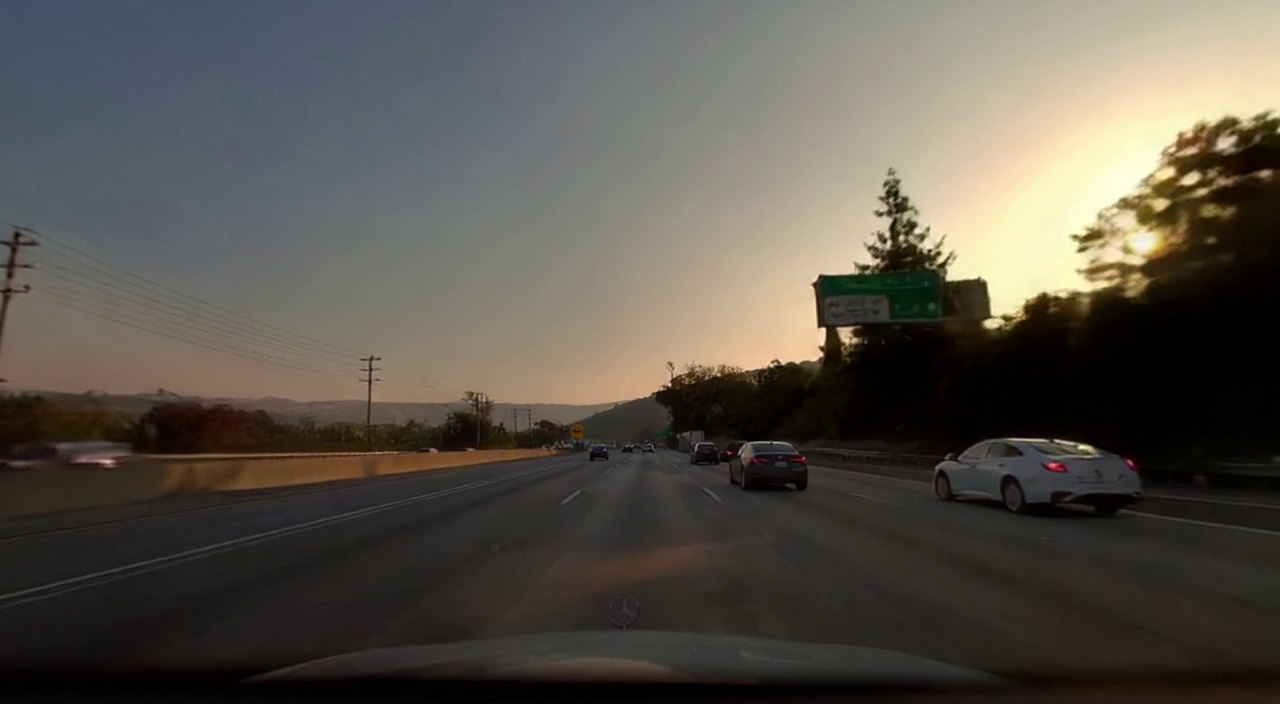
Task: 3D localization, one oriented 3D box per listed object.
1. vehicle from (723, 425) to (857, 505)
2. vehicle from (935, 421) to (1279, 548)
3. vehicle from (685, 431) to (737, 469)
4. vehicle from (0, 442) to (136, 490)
[{"bbox_3d":[3.427,2.693,15.447,2.146,1.639,4.475,0,-8,-1],"label":"vehicle"},{"bbox_3d":[6.949,1.972,10.191,1.988,1.518,4.856,-1,-8,0],"label":"vehicle"},{"bbox_3d":[4.040,5.680,36.833,2.442,2.022,5.466,-1,-8,0],"label":"vehicle"},{"bbox_3d":[-22.299,4.272,24.086,2.015,1.591,4.872,-1,-8,1],"label":"vehicle"}]
